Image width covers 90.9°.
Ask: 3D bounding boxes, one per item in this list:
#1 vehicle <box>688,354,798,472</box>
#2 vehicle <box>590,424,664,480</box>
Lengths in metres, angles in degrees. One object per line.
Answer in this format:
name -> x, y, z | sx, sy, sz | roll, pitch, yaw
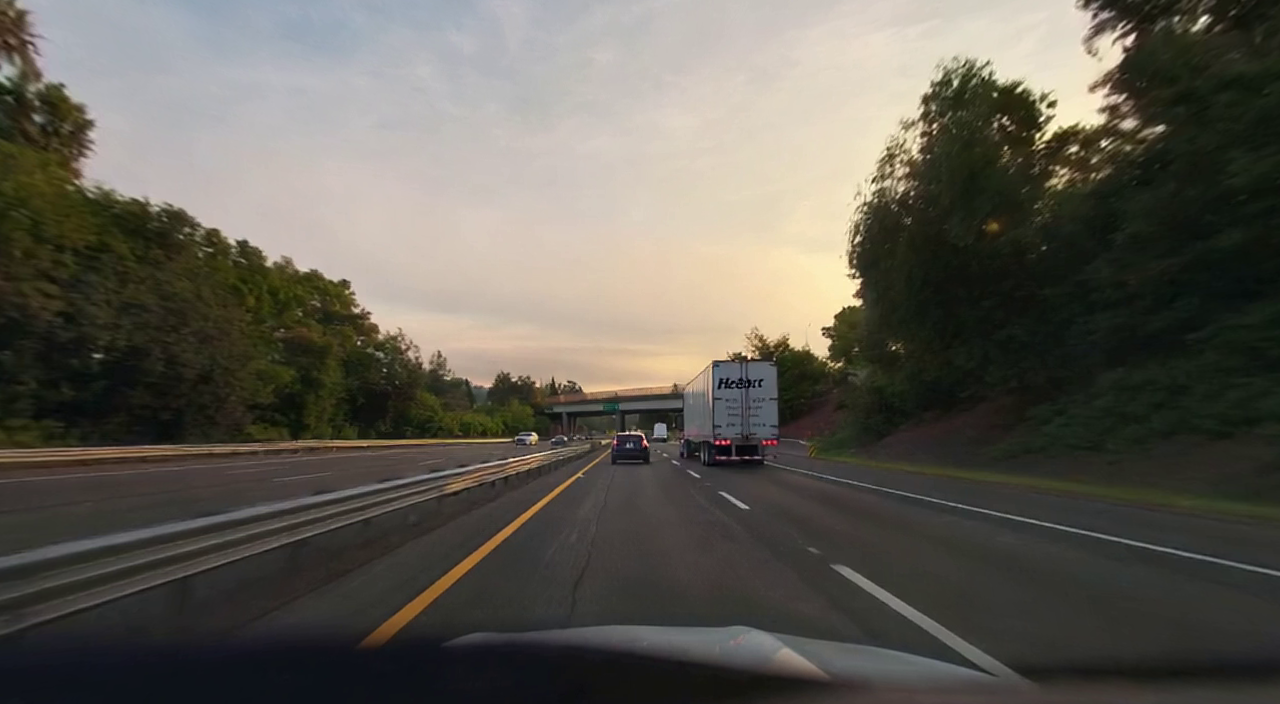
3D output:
vehicle -> 3.910, 2.729, 26.646 | 2.853, 4.038, 9.832 | 0, -8, -1
vehicle -> -0.406, 3.113, 19.922 | 2.095, 1.557, 3.963 | 0, -8, -1
